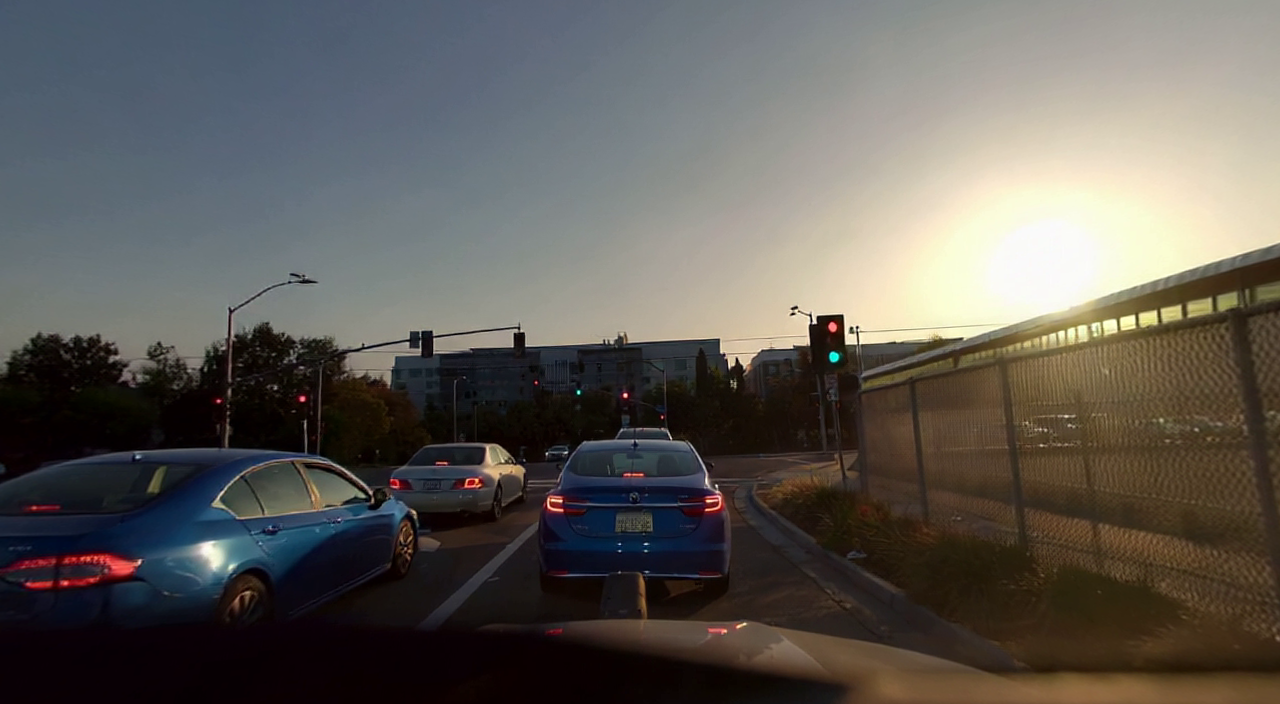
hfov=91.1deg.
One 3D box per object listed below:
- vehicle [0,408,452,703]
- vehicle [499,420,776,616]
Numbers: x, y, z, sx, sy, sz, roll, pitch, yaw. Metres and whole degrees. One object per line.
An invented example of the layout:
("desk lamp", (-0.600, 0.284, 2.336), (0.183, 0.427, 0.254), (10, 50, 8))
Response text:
("vehicle", (-3.206, 1.320, 4.868), (1.971, 1.488, 4.581), (0, -9, 1))
("vehicle", (-0.014, 1.602, 6.984), (2.144, 1.514, 4.063), (0, -9, 0))
